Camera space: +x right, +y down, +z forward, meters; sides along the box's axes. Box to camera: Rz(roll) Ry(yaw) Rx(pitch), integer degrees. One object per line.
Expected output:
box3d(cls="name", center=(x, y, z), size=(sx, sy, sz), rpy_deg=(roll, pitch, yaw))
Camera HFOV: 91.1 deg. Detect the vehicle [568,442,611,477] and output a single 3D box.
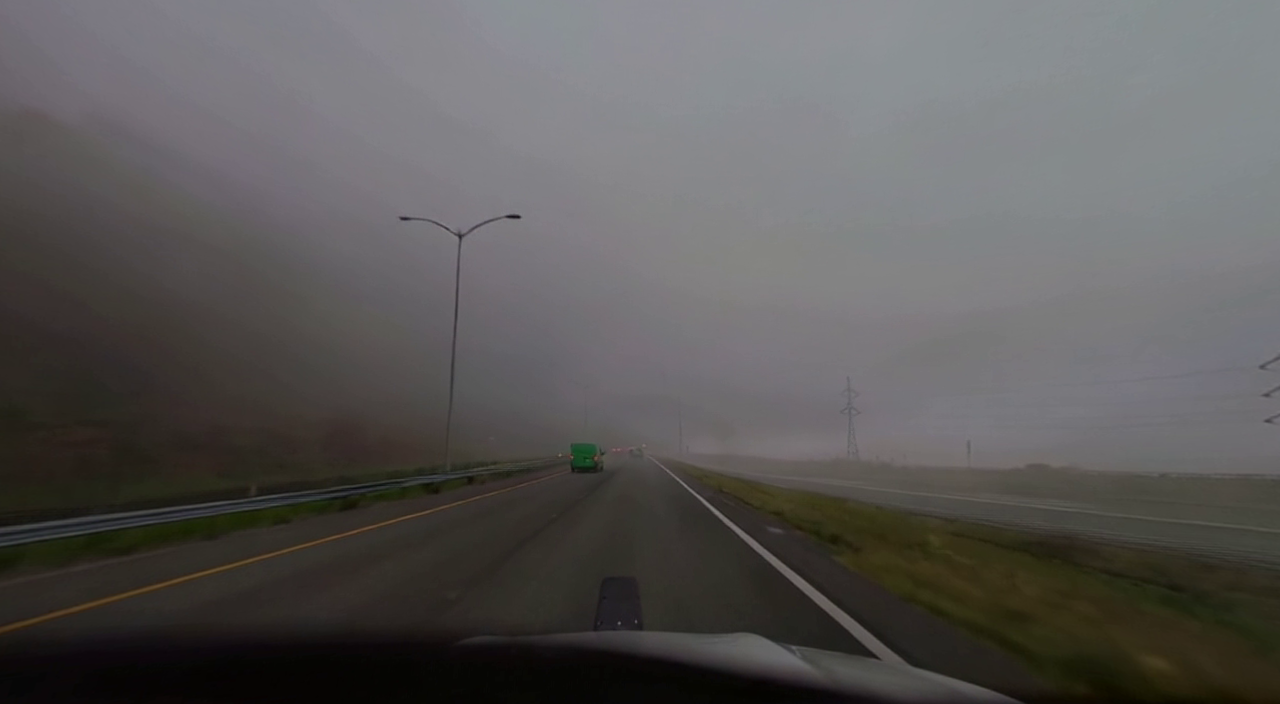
box3d(cls="vehicle", center=(-3.027, 6.612, 38.878), size=(2.270, 2.023, 4.632), rpy_deg=(0, -9, 0))
